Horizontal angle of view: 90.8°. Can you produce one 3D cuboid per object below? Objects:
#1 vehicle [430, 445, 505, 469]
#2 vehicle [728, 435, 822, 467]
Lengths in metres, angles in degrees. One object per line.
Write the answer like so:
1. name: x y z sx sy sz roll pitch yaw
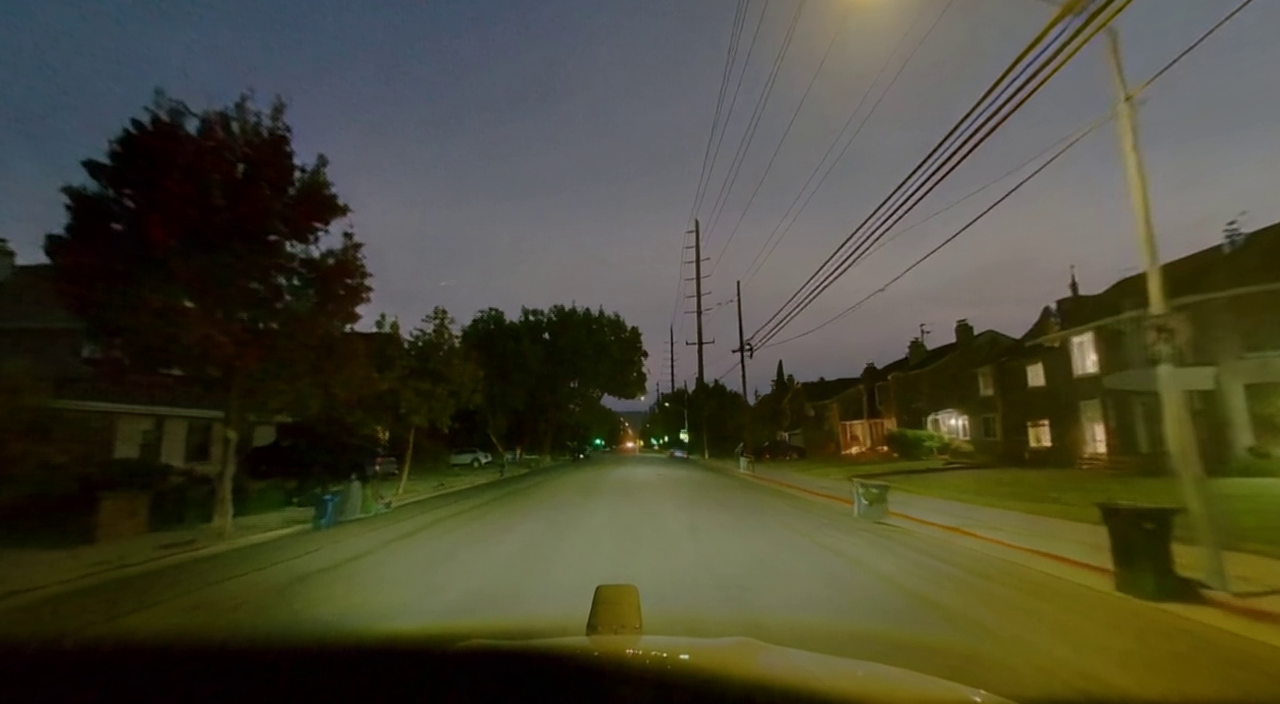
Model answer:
1. vehicle: -11.159 6.807 41.133 4.371 1.482 1.954 0 -9 -2
2. vehicle: 9.308 6.894 44.024 5.890 1.896 2.459 -2 -9 -3
